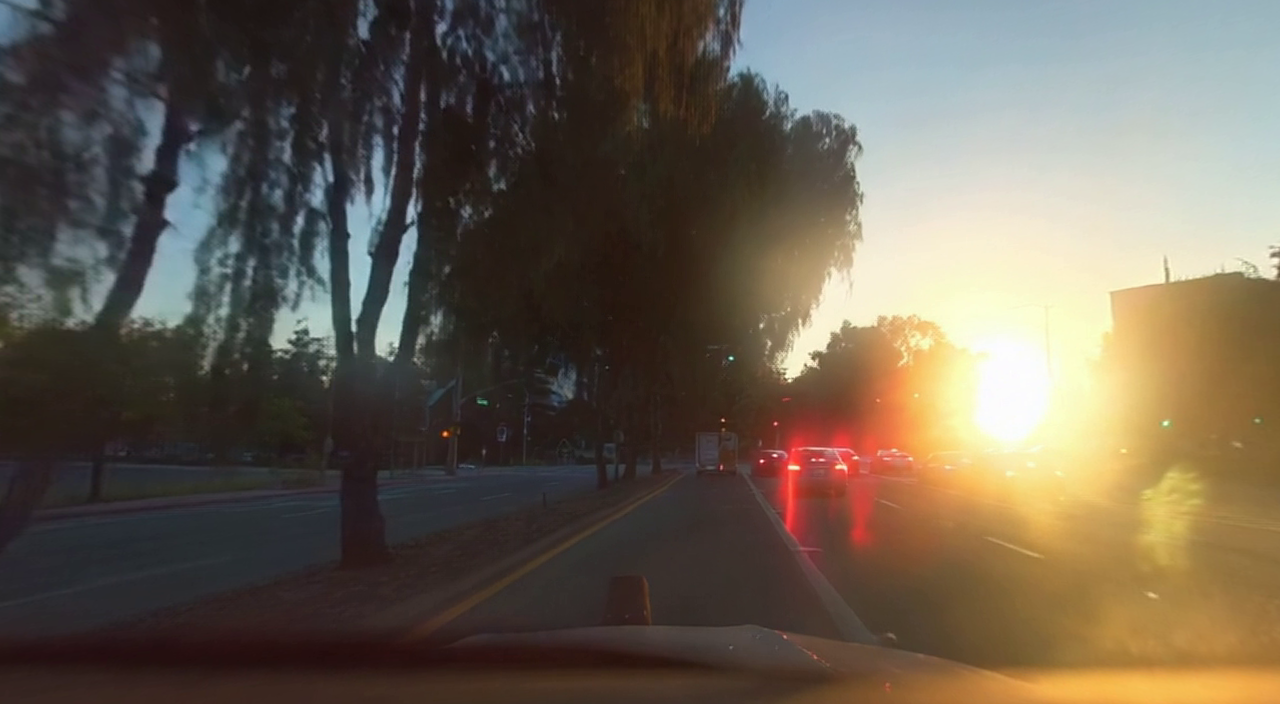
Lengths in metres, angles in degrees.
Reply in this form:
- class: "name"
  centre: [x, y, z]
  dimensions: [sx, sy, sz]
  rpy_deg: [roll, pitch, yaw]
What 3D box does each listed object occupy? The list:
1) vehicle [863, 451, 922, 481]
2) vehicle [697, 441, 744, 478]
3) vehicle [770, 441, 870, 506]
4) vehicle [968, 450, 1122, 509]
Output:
- class: "vehicle"
  centre: [13.787, 6.197, 34.610]
  dimensions: [1.901, 1.484, 4.093]
  rpy_deg: [-1, -8, 6]
- class: "vehicle"
  centre: [4.207, 5.650, 33.410]
  dimensions: [2.245, 1.800, 4.522]
  rpy_deg: [-1, -8, 6]
- class: "vehicle"
  centre: [4.922, 3.337, 17.854]
  dimensions: [2.078, 1.578, 4.107]
  rpy_deg: [-1, -8, 7]
- class: "vehicle"
  centre: [11.277, 3.522, 17.976]
  dimensions: [1.884, 1.422, 4.262]
  rpy_deg: [-1, -8, 6]
